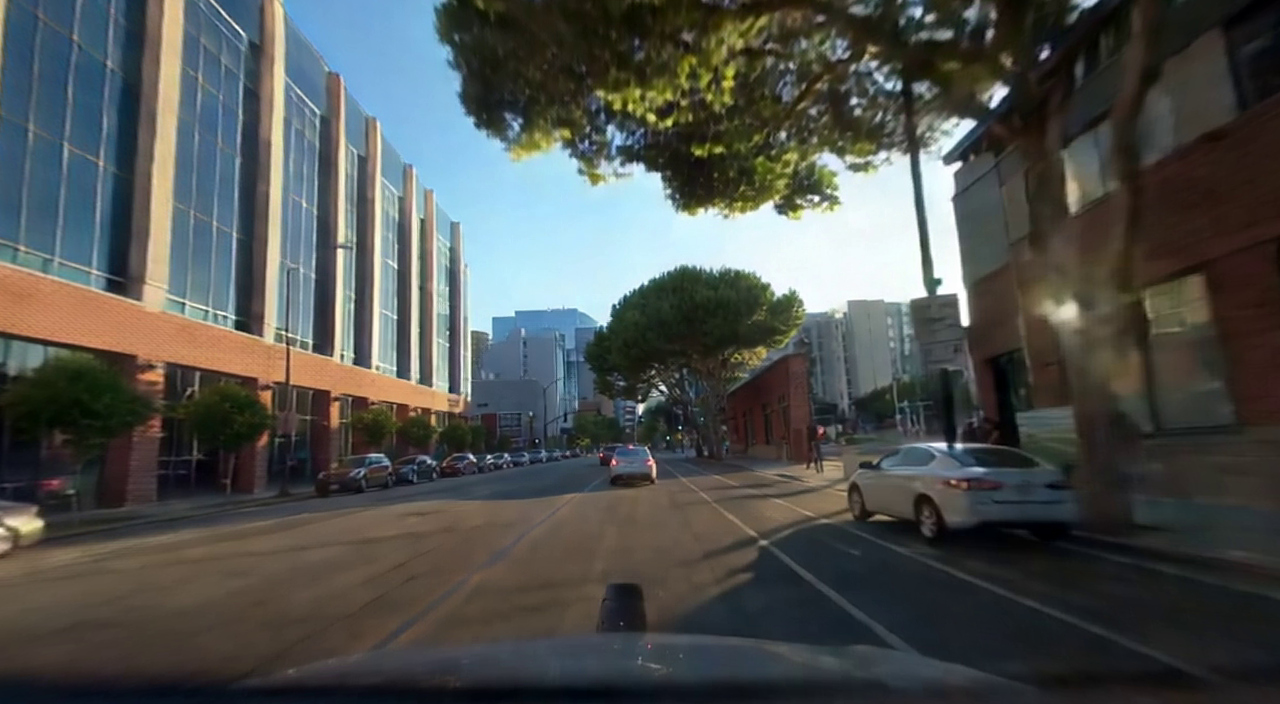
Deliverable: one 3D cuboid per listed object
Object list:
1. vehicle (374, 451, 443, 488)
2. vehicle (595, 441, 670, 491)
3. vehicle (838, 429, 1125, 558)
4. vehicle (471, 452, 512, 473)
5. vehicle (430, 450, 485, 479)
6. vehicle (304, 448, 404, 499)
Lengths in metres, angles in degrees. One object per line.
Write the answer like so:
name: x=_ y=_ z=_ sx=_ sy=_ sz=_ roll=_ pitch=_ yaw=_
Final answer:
vehicle: x=-11.730 y=5.945 z=32.284 sx=1.881 sy=1.686 sz=4.451 roll=0 pitch=-8 yaw=-1
vehicle: x=-0.197 y=3.735 z=21.079 sx=2.269 sy=1.479 sz=3.980 roll=0 pitch=-8 yaw=1
vehicle: x=4.967 y=2.087 z=10.080 sx=2.075 sy=1.584 sz=4.201 roll=0 pitch=-9 yaw=-2
vehicle: x=-11.557 y=8.618 z=49.419 sx=1.991 sy=1.507 sz=4.879 roll=0 pitch=-8 yaw=0
vehicle: x=-11.824 y=7.278 z=41.286 sx=2.077 sy=1.732 sz=4.704 roll=0 pitch=-8 yaw=1
vehicle: x=-11.891 y=5.029 z=26.693 sx=2.114 sy=1.938 sz=4.590 roll=0 pitch=-8 yaw=-1
